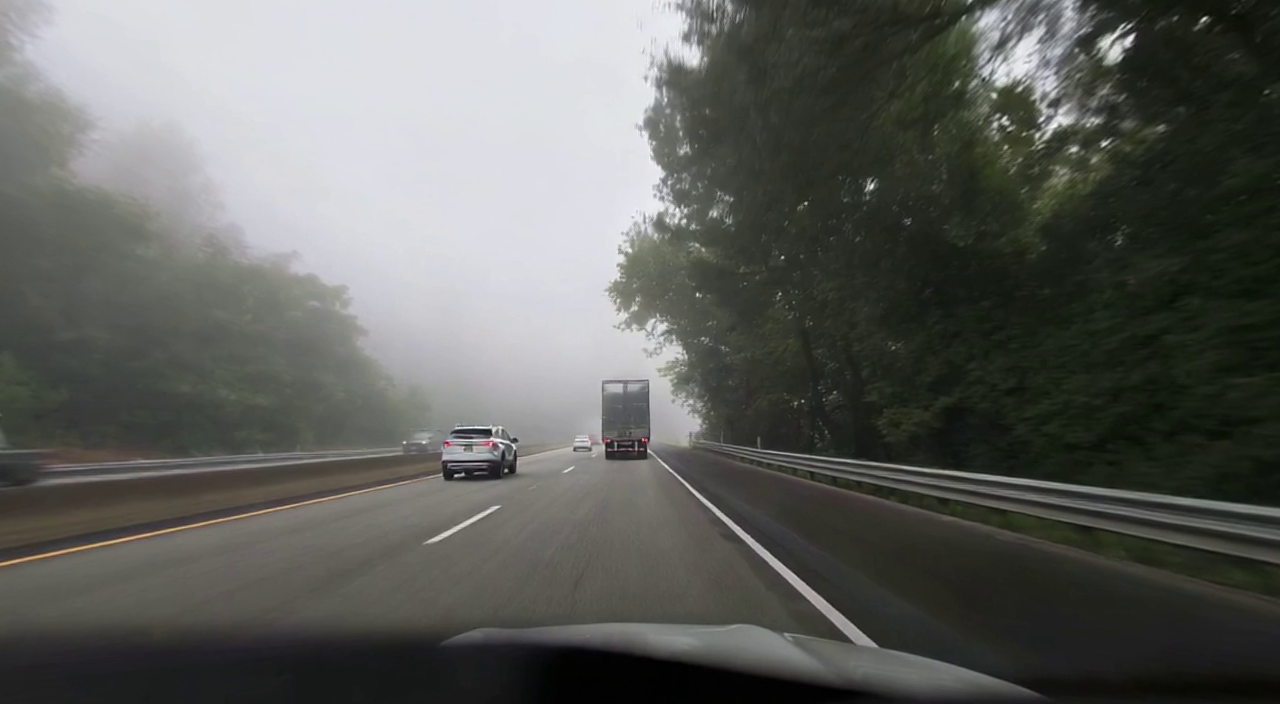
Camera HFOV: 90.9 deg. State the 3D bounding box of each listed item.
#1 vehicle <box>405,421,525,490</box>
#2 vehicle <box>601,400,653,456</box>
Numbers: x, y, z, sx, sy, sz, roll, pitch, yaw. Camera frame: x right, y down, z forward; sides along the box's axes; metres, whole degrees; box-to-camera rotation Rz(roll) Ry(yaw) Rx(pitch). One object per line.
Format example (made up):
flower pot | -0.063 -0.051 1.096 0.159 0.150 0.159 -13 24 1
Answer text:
vehicle | -4.790 2.897 18.077 2.138 1.697 4.587 0 -8 0
vehicle | -0.609 3.484 28.786 2.319 2.461 1.270 1 -8 -3
